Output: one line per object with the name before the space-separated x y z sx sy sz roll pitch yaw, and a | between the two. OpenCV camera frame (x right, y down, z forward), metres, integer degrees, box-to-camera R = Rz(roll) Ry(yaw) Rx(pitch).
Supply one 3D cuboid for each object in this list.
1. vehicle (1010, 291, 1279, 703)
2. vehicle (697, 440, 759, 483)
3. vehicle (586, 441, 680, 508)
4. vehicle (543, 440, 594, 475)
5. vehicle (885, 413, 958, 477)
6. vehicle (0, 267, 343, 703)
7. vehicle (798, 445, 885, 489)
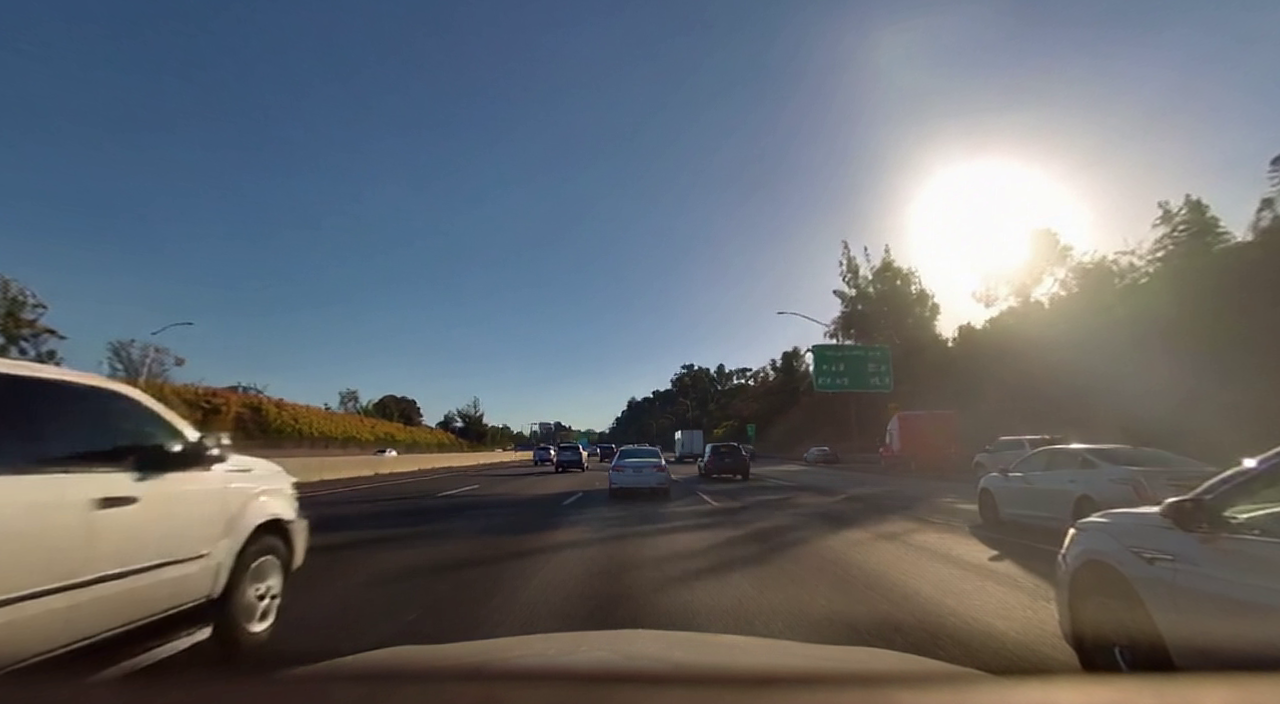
vehicle | 3.410 0.611 1.465 2.215 1.879 4.845 0 -9 1
vehicle | 3.707 4.669 27.161 2.053 1.666 4.106 0 -9 0
vehicle | -0.132 3.098 16.339 2.132 1.499 4.038 0 -9 1
vehicle | -3.747 5.648 33.960 2.079 1.741 4.436 0 -9 2
vehicle | 17.333 5.768 38.983 2.777 3.740 3.338 1 -9 -1
vehicle | -3.691 0.641 2.258 2.510 1.959 5.372 0 -9 1
vehicle | 7.515 4.317 23.955 1.942 1.482 4.250 0 -9 0
